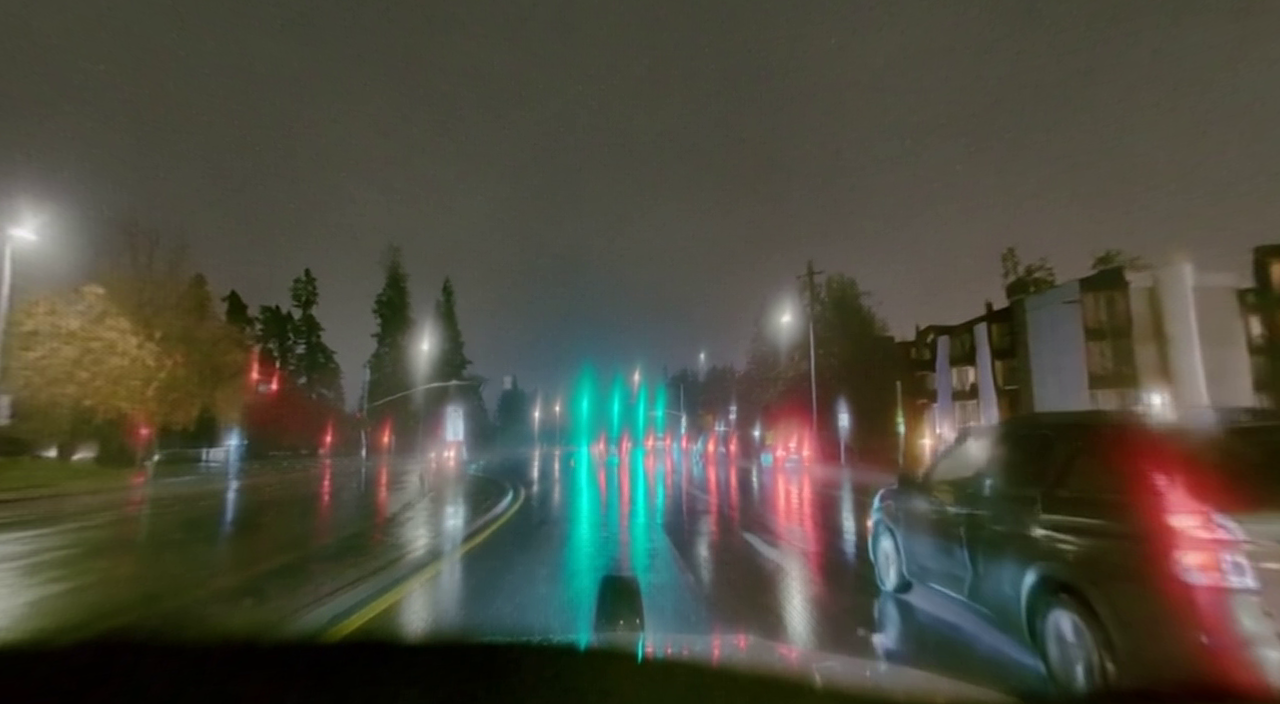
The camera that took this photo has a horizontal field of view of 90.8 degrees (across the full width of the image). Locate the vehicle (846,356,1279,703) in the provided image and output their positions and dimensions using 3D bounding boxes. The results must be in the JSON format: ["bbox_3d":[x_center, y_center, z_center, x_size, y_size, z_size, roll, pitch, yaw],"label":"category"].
[{"bbox_3d":[3.355,1.142,4.783,1.893,1.664,4.670,0,-8,-1],"label":"vehicle"}]

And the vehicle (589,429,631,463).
[{"bbox_3d":[-1.639,4.994,33.730,2.101,1.641,4.341,0,-8,-4],"label":"vehicle"}]

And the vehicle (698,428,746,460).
[{"bbox_3d":[5.246,5.956,41.222,2.052,1.886,5.297,0,-8,-5],"label":"vehicle"}]
